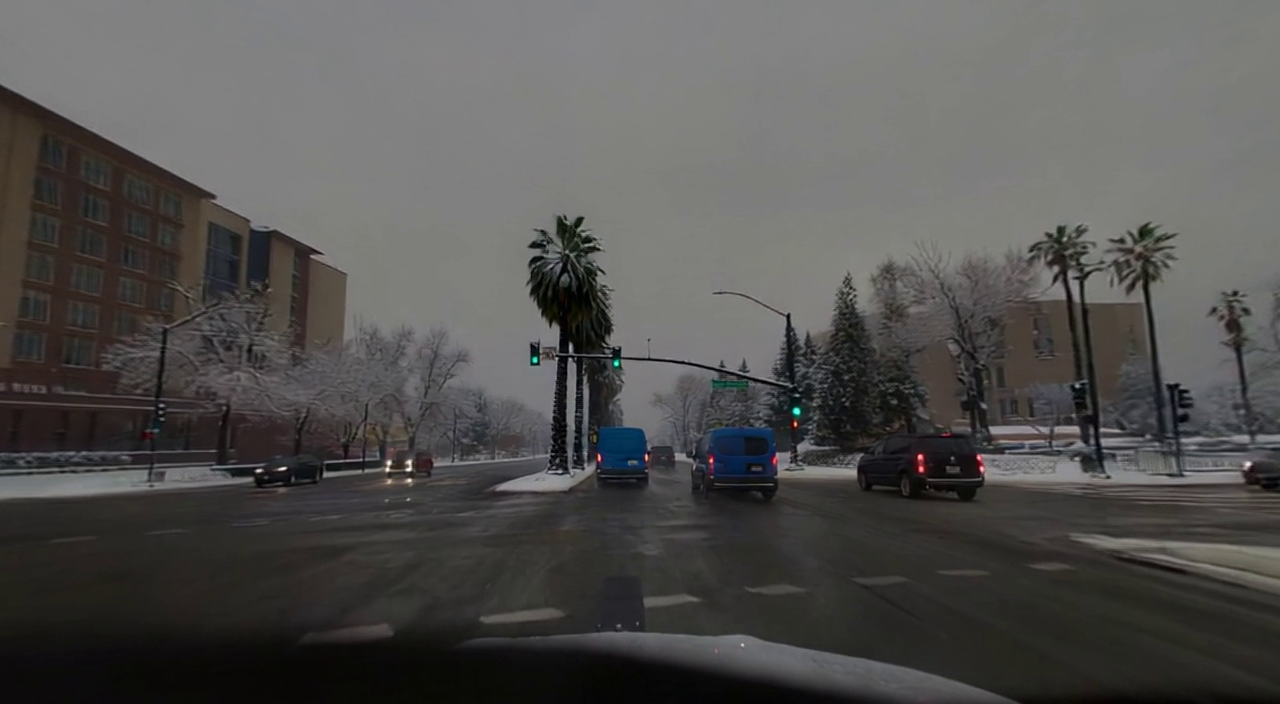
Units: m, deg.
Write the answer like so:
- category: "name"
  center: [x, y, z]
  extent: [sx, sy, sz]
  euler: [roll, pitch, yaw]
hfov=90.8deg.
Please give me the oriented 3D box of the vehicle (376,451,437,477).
- category: "vehicle"
  center: [-14.387, 6.871, 39.162]
  extent: [2.067, 1.435, 4.558]
  euler: [0, -8, 0]

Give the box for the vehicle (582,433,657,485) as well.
- category: "vehicle"
  center: [-0.872, 4.527, 27.066]
  extent: [2.848, 1.991, 5.706]
  euler: [0, -9, -2]

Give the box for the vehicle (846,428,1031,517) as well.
- category: "vehicle"
  center: [6.797, 2.777, 15.091]
  extent: [2.023, 1.771, 4.488]
  euler: [0, -9, -3]

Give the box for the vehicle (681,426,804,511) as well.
- category: "vehicle"
  center: [2.411, 2.907, 16.294]
  extent: [2.200, 1.847, 4.618]
  euler: [0, -9, -3]

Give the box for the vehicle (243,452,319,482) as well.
- category: "vehicle"
  center: [-22.476, 7.186, 39.752]
  extent: [1.957, 1.753, 4.464]
  euler: [-1, -9, 4]
